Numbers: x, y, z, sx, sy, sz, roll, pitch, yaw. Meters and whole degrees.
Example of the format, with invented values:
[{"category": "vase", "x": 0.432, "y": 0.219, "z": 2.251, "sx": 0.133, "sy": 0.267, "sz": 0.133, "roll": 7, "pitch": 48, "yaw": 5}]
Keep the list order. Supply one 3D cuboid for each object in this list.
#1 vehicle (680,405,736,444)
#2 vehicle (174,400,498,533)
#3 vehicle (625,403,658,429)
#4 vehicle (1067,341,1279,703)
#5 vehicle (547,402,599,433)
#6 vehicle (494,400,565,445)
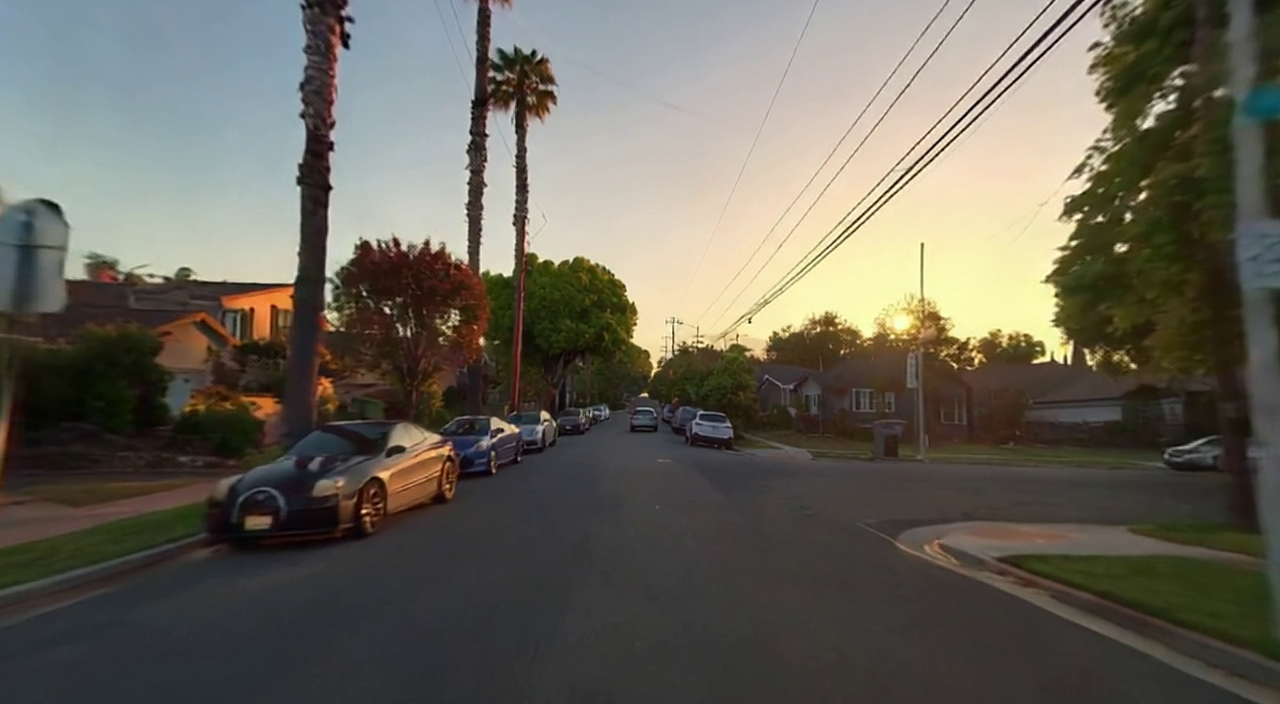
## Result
[{"category": "vehicle", "x": 3.035, "y": 3.413, "z": 29.184, "sx": 2.060, "sy": 1.614, "sz": 4.652, "roll": 0, "pitch": -8, "yaw": 0}, {"category": "vehicle", "x": -4.091, "y": 1.714, "z": 10.042, "sx": 2.157, "sy": 1.487, "sz": 5.718, "roll": 0, "pitch": -8, "yaw": 2}, {"category": "vehicle", "x": 0.086, "y": 4.360, "z": 42.555, "sx": 2.081, "sy": 1.483, "sz": 4.599, "roll": 0, "pitch": -8, "yaw": 0}, {"category": "vehicle", "x": 2.776, "y": 0.587, "z": 0.284, "sx": 1.895, "sy": 1.680, "sz": 4.842, "roll": 0, "pitch": -8, "yaw": 2}, {"category": "vehicle", "x": -3.807, "y": 3.902, "z": 36.985, "sx": 2.130, "sy": 1.543, "sz": 5.386, "roll": -1, "pitch": -8, "yaw": 4}, {"category": "vehicle", "x": -4.056, "y": 2.776, "z": 24.077, "sx": 1.769, "sy": 1.551, "sz": 5.040, "roll": 0, "pitch": -8, "yaw": 0}]
